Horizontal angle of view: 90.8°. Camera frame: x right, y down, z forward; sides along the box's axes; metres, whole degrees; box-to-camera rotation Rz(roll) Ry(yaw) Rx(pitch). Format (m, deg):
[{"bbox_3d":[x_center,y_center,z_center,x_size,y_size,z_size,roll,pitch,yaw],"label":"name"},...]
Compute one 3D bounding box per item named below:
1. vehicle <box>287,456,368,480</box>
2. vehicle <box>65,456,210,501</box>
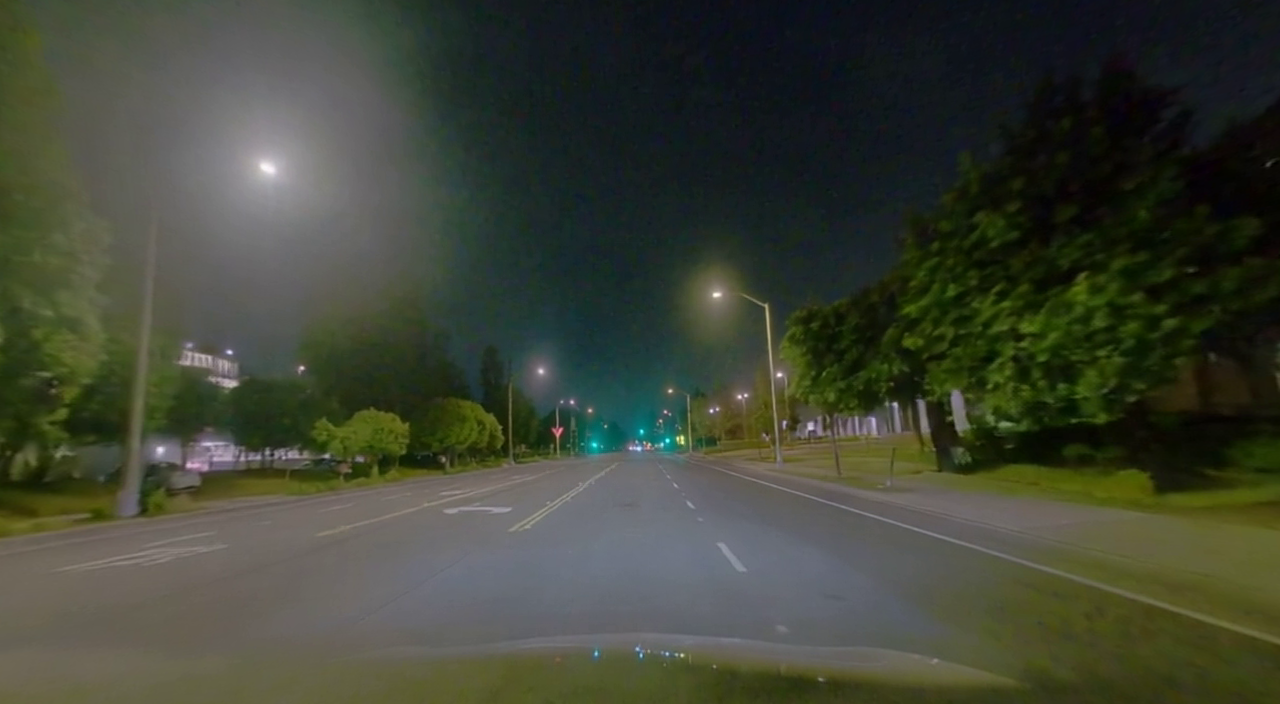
[{"bbox_3d":[-21.586,8.019,43.783,1.859,1.461,4.646,-9,-12,44],"label":"vehicle"},{"bbox_3d":[-21.454,5.412,27.120,4.530,1.759,1.943,-1,-9,1],"label":"vehicle"}]
